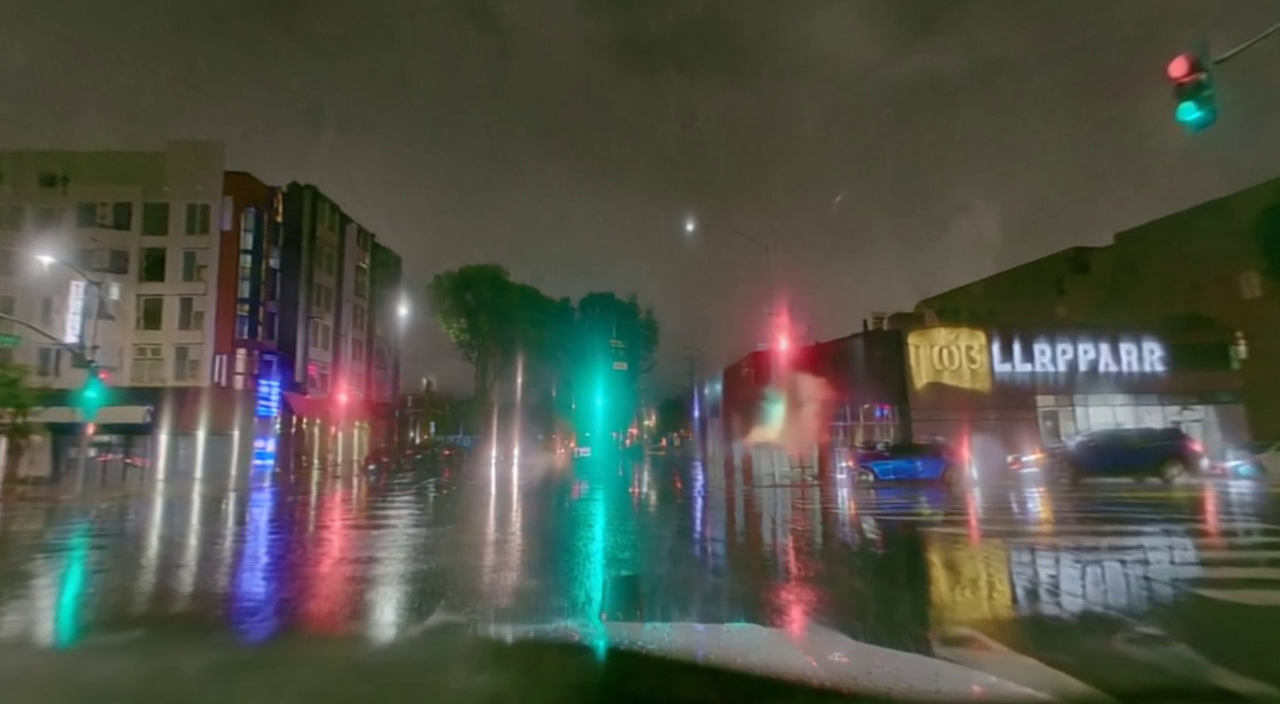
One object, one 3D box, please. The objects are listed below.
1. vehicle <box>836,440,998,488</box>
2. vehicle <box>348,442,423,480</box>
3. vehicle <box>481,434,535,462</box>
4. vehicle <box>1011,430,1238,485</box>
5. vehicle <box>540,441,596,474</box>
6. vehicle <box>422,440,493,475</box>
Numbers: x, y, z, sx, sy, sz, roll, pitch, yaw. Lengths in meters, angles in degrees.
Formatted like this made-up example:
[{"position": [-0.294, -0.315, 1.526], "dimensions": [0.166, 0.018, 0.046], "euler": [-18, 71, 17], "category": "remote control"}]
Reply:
[{"position": [8.979, 3.664, 20.780], "dimensions": [4.426, 1.446, 1.795], "euler": [-1, -9, 3], "category": "vehicle"}, {"position": [-13.258, 5.670, 33.209], "dimensions": [1.933, 1.461, 4.393], "euler": [-5, -6, 3], "category": "vehicle"}, {"position": [-8.540, 6.287, 41.302], "dimensions": [2.181, 1.723, 4.692], "euler": [-1, -9, 5], "category": "vehicle"}, {"position": [15.327, 3.369, 20.298], "dimensions": [5.420, 1.609, 2.063], "euler": [-1, -9, 4], "category": "vehicle"}, {"position": [-3.417, 5.140, 30.920], "dimensions": [1.892, 1.481, 4.365], "euler": [-1, -9, 5], "category": "vehicle"}, {"position": [-8.663, 5.060, 30.472], "dimensions": [2.119, 1.485, 4.472], "euler": [0, -9, 0], "category": "vehicle"}]
